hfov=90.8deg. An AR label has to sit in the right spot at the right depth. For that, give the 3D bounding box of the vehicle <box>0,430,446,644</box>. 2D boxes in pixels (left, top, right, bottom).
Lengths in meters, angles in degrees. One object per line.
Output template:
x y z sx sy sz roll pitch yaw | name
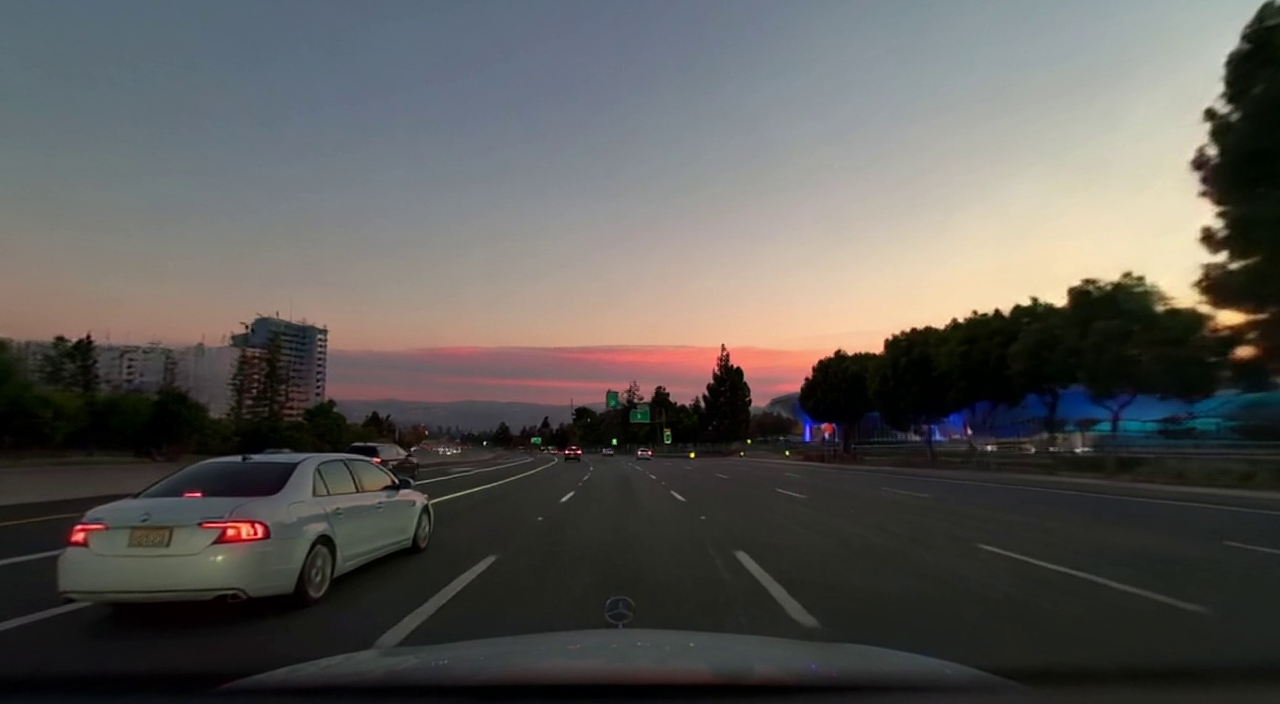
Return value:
-3.754 1.620 6.662 2.018 1.476 4.364 0 -8 0 | vehicle
